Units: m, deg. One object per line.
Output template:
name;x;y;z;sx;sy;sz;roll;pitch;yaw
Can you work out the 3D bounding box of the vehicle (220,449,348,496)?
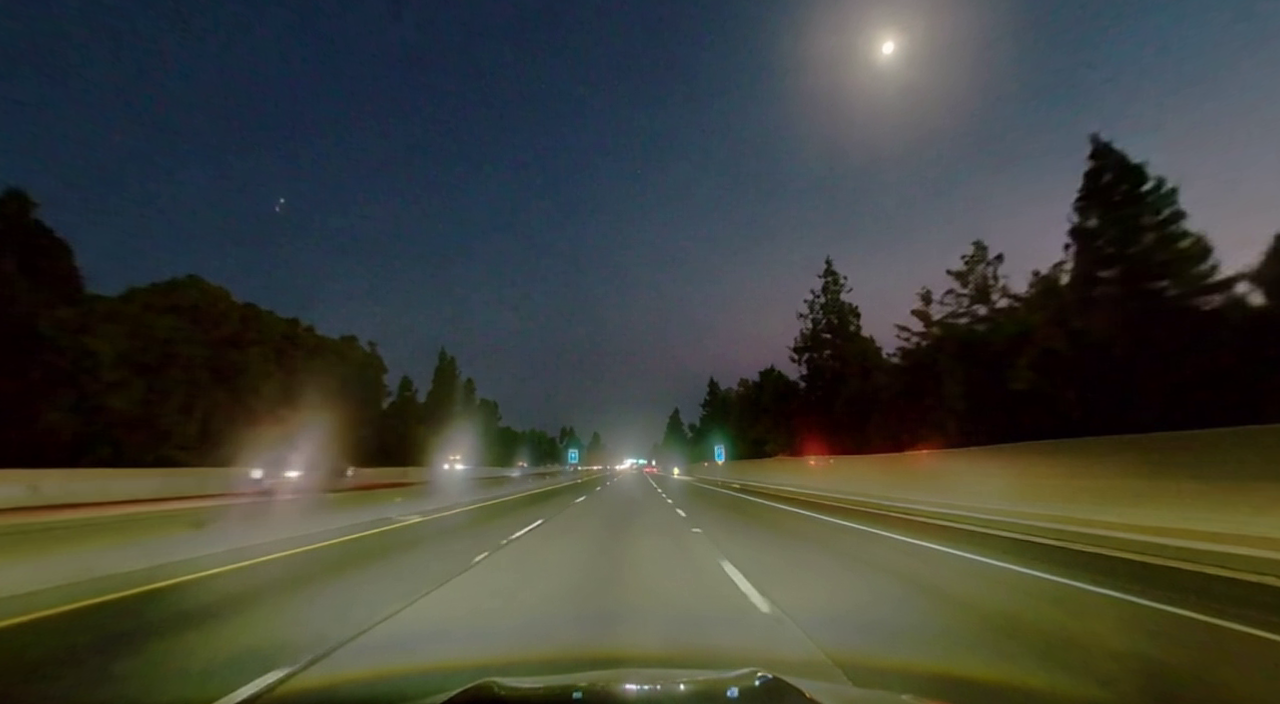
vehicle;-12.754;4.376;22.978;1.989;1.497;4.491;1;-10;0
